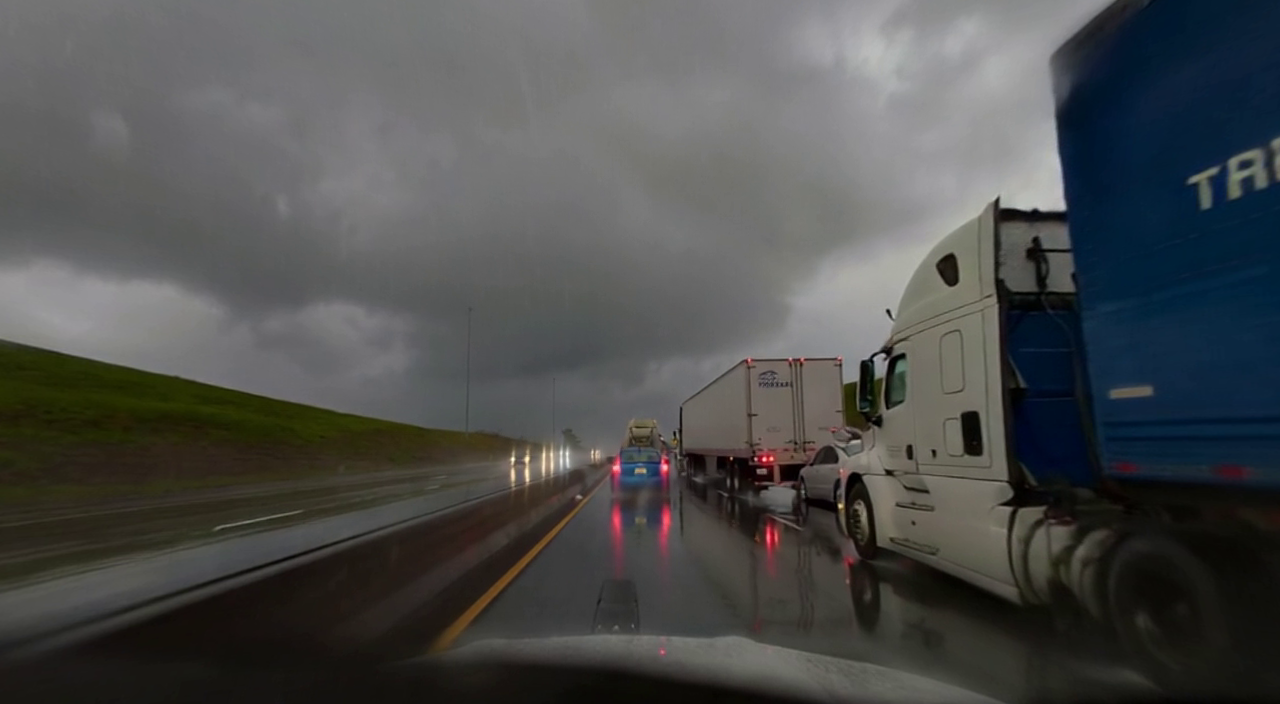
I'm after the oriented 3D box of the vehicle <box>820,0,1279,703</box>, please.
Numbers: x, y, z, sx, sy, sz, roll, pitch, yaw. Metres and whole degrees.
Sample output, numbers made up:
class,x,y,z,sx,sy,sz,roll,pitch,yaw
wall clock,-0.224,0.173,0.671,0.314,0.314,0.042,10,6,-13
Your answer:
class,x,y,z,sx,sy,sz,roll,pitch,yaw
vehicle,4.229,0.143,5.442,3.150,4.051,6.527,0,-8,-2

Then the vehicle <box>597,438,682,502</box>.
class,x,y,z,sx,sy,sz,roll,pitch,yaw
vehicle,-0.049,3.099,17.017,2.045,1.507,3.763,0,-8,-1

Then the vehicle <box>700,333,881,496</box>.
class,x,y,z,sx,sy,sz,roll,pitch,yaw
vehicle,4.358,2.282,21.317,3.235,4.197,9.908,0,-8,-2
